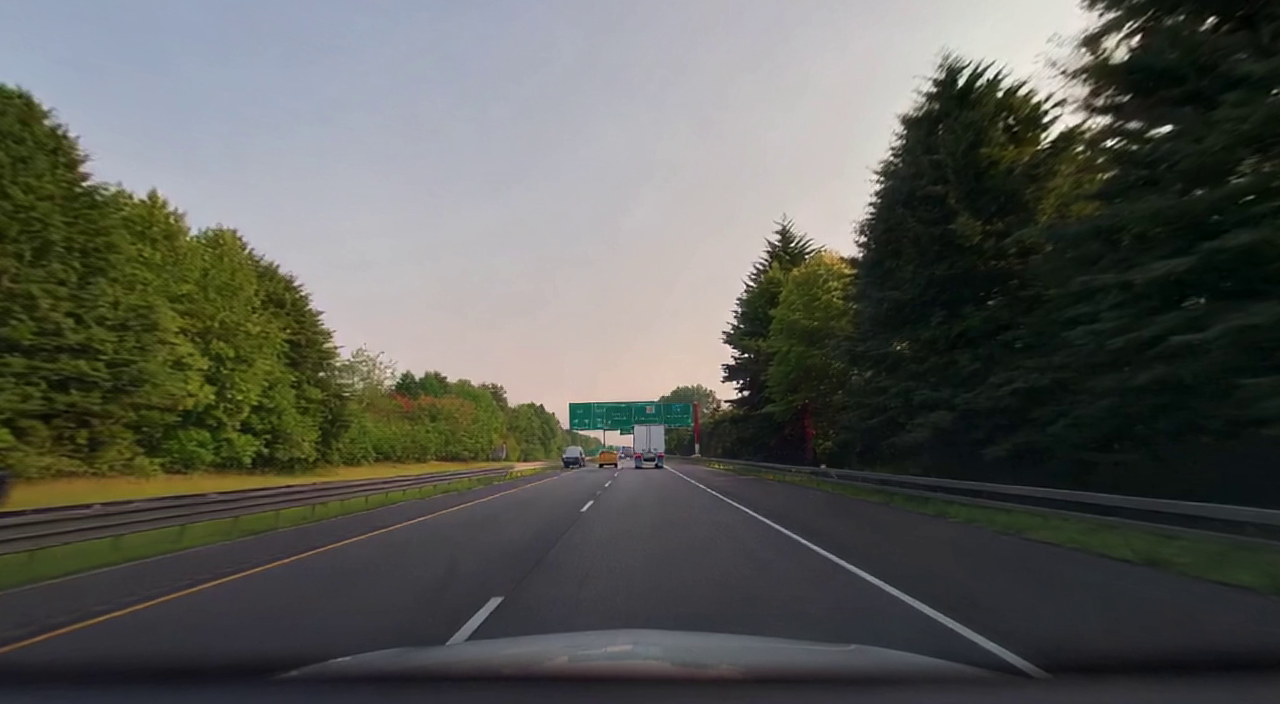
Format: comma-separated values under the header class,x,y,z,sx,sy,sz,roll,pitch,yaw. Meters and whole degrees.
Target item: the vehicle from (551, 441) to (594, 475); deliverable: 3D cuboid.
class,x,y,z,sx,sy,sz,roll,pitch,yaw
vehicle,-4.158,6.631,39.699,2.168,1.980,4.622,0,-9,0
